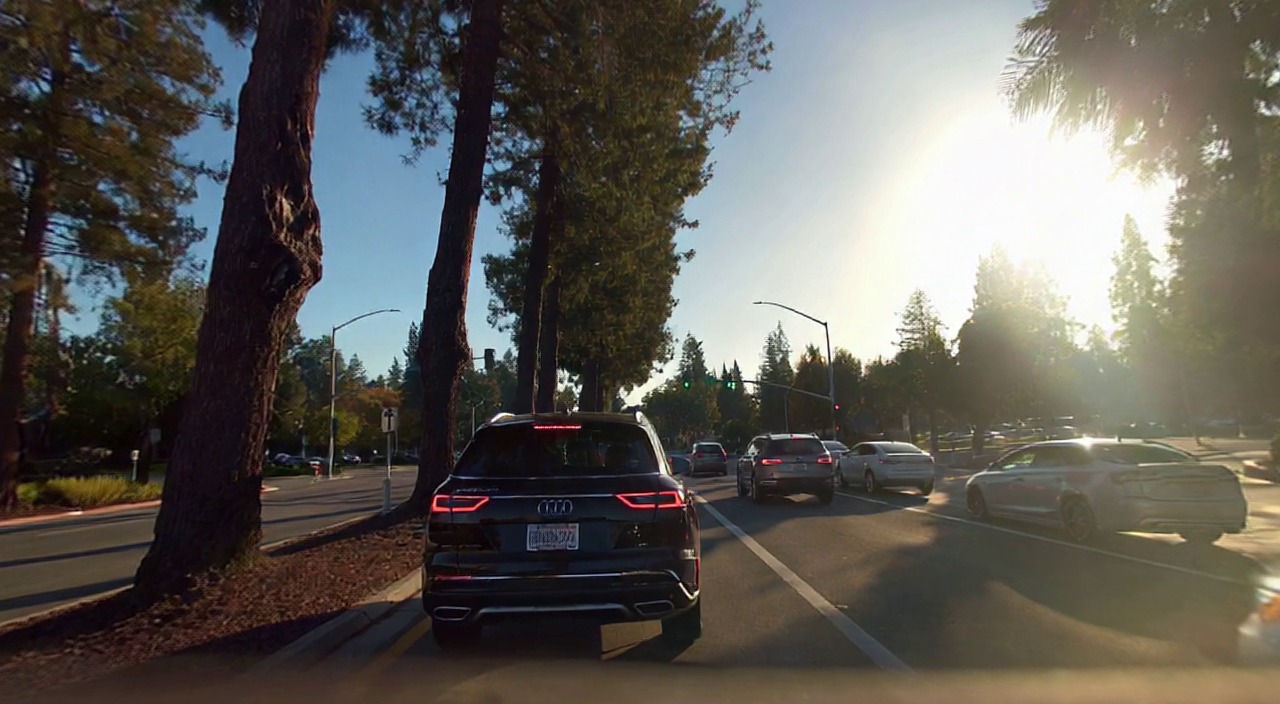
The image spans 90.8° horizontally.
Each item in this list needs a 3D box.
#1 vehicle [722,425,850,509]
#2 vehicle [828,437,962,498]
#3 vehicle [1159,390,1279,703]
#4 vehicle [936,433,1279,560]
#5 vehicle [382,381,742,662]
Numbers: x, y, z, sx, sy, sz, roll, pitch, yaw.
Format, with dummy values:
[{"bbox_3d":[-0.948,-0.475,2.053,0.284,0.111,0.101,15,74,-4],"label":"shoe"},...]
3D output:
[{"bbox_3d":[3.262,2.681,15.122,1.963,1.682,4.407,0,-9,0],"label":"vehicle"},{"bbox_3d":[6.950,3.191,17.820,1.890,1.489,4.415,0,-9,-1],"label":"vehicle"},{"bbox_3d":[3.146,0.585,0.146,1.997,1.486,4.753,0,-9,0],"label":"vehicle"},{"bbox_3d":[6.576,2.020,9.656,1.894,1.445,4.565,0,-9,0],"label":"vehicle"},{"bbox_3d":[-0.431,1.353,6.088,2.201,1.709,4.271,0,-9,1],"label":"vehicle"}]
